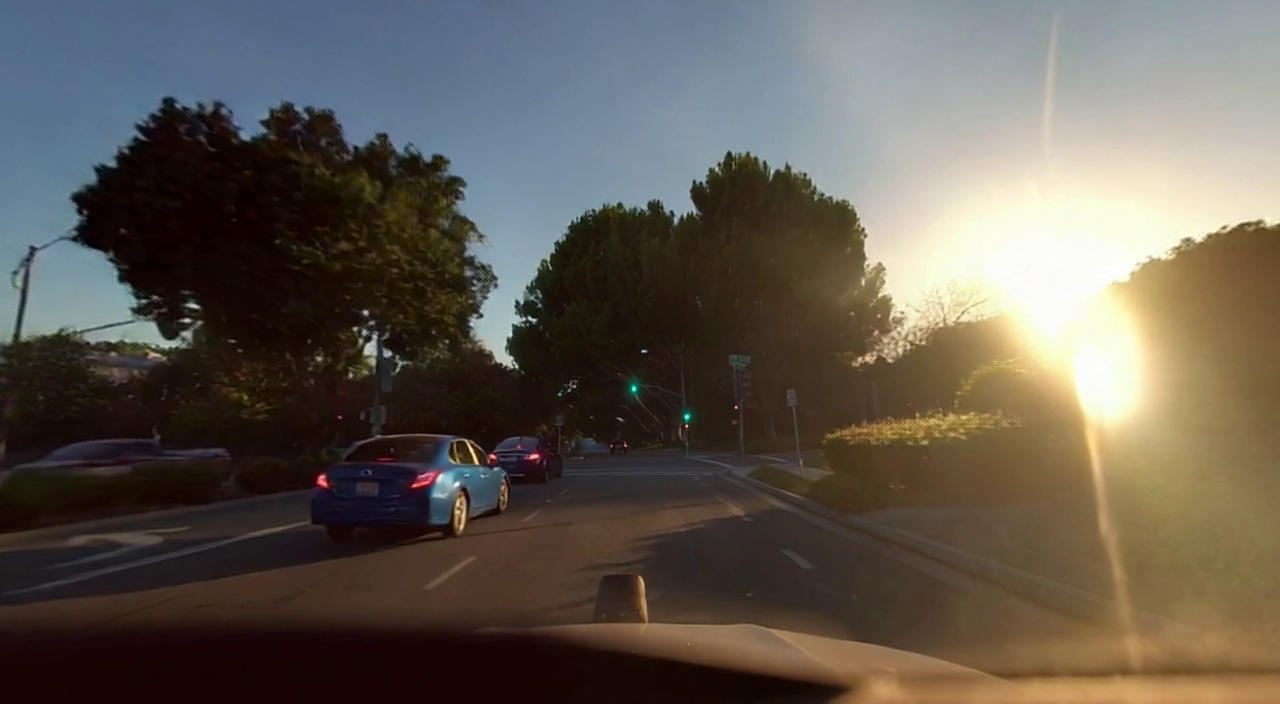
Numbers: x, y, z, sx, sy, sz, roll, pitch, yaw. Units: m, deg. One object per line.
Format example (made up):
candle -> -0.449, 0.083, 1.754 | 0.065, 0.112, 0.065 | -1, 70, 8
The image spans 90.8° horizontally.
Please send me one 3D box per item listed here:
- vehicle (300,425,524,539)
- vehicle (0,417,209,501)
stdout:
vehicle -> -3.445, 2.080, 10.736 | 2.038, 1.486, 4.678 | 0, -9, 0
vehicle -> -17.117, 3.411, 20.521 | 2.496, 2.351, 5.293 | 0, -9, -1
